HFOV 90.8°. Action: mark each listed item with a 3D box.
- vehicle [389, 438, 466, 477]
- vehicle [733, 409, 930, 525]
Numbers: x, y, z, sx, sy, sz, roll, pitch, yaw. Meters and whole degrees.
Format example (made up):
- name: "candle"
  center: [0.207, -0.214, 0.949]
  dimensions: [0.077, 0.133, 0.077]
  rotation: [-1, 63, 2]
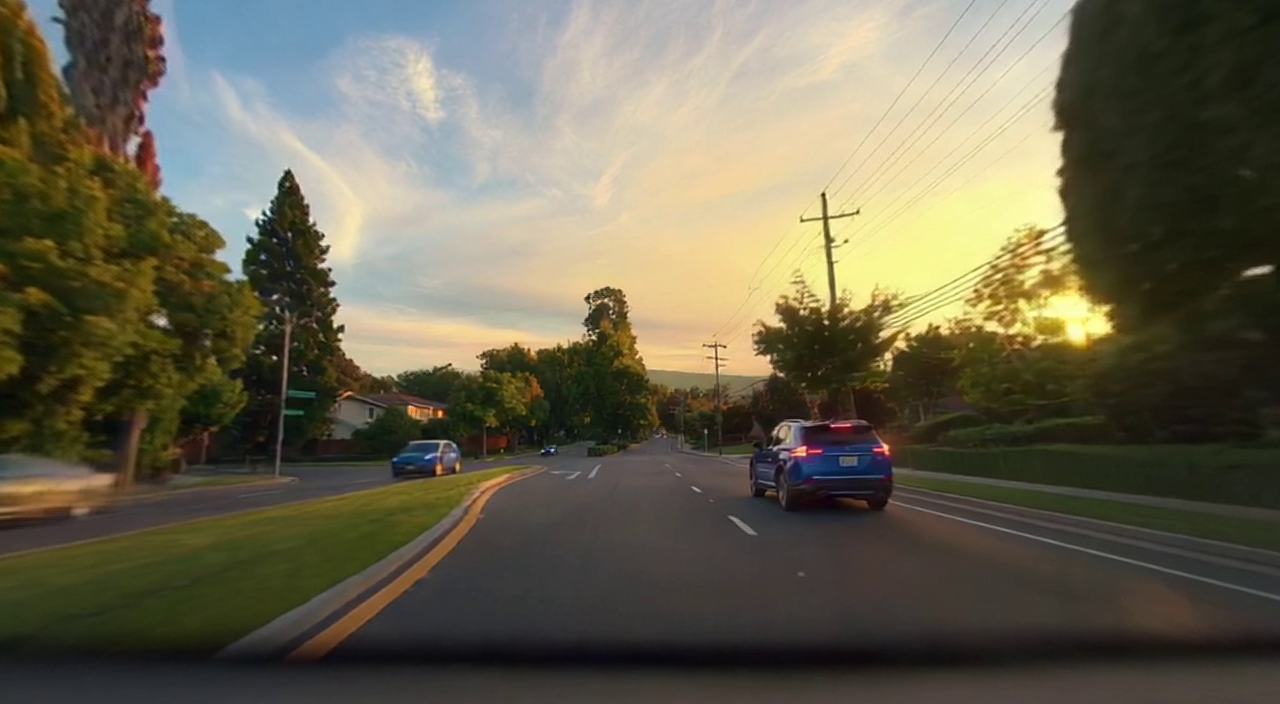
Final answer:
- name: "vehicle"
  center: [-10.226, 5.087, 30.861]
  dimensions: [2.075, 1.739, 4.864]
  rotation: [0, -8, 0]
- name: "vehicle"
  center: [3.330, 2.134, 12.245]
  dimensions: [2.193, 1.777, 4.772]
  rotation: [0, -8, -1]
